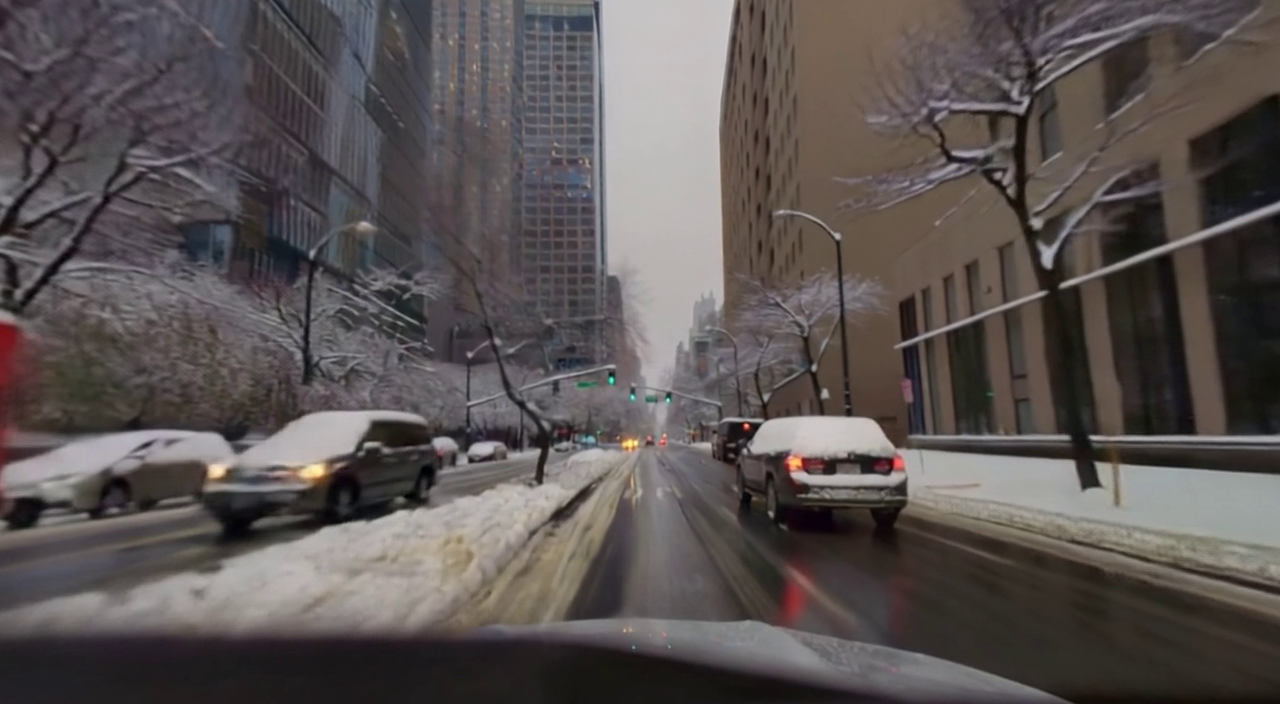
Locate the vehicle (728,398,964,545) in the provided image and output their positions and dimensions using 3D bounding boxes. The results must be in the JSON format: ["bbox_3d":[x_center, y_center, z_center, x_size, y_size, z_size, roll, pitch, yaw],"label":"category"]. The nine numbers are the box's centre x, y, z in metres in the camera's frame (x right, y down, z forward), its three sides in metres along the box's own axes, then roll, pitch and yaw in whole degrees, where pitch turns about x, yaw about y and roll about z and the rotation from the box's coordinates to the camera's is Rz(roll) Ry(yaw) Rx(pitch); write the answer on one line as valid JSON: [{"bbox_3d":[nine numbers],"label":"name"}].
[{"bbox_3d":[2.981,1.900,10.730,2.118,1.848,5.426,0,-8,-1],"label":"vehicle"}]

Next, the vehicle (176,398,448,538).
[{"bbox_3d":[-5.198,1.926,11.060,2.030,1.881,4.994,0,-8,0],"label":"vehicle"}]

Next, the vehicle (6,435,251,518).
[{"bbox_3d":[-12.304,2.986,15.773,1.871,1.721,4.973,0,-8,1],"label":"vehicle"}]
